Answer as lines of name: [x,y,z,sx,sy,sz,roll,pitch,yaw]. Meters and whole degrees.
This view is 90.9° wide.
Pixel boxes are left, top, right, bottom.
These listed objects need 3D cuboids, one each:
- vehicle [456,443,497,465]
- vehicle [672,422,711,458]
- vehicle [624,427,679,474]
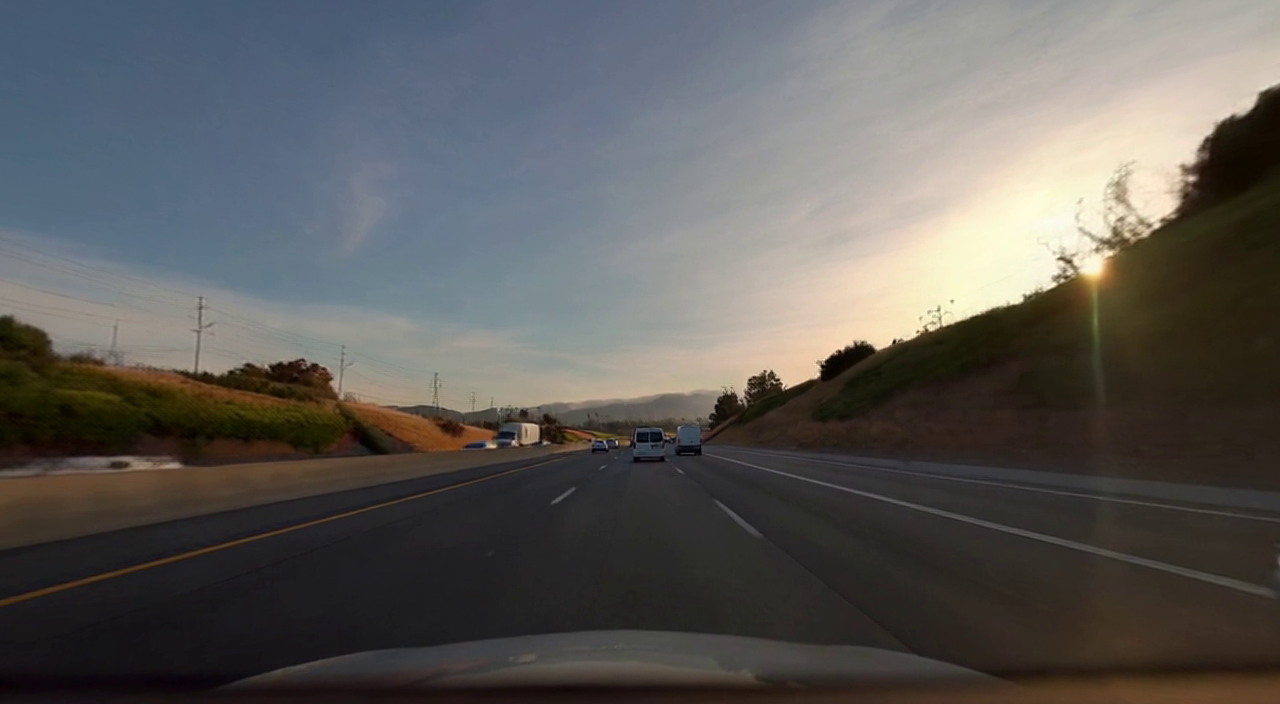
vehicle: [-11.816,7.359,45.800,1.872,1.450,4.016,0,-8,1]
vehicle: [3.711,6.497,46.644,2.348,2.429,5.172,0,-8,-1]
vehicle: [0.429,4.174,27.001,2.159,1.811,4.238,0,-8,-1]
